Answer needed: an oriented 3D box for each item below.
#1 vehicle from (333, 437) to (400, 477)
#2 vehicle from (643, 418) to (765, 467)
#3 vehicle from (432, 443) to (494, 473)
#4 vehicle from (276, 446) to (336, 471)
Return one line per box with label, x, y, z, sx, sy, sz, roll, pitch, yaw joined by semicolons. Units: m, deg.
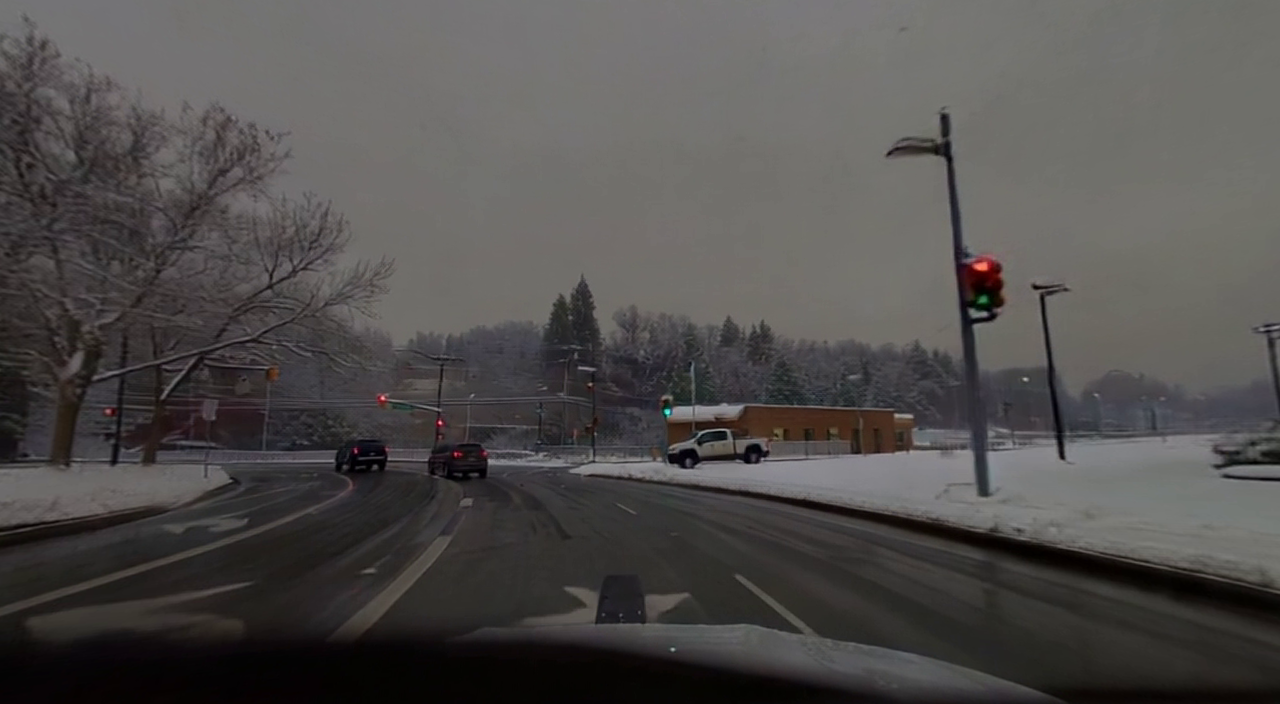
vehicle;-15.106;5.740;34.594;2.254;2.006;4.766;7;-11;-36
vehicle;4.288;6.223;43.135;7.741;3.106;2.906;-5;-10;30
vehicle;-11.618;6.880;41.122;2.202;1.822;4.826;7;-11;-37
vehicle;-23.265;7.375;43.845;4.546;1.650;1.940;-7;-11;39
